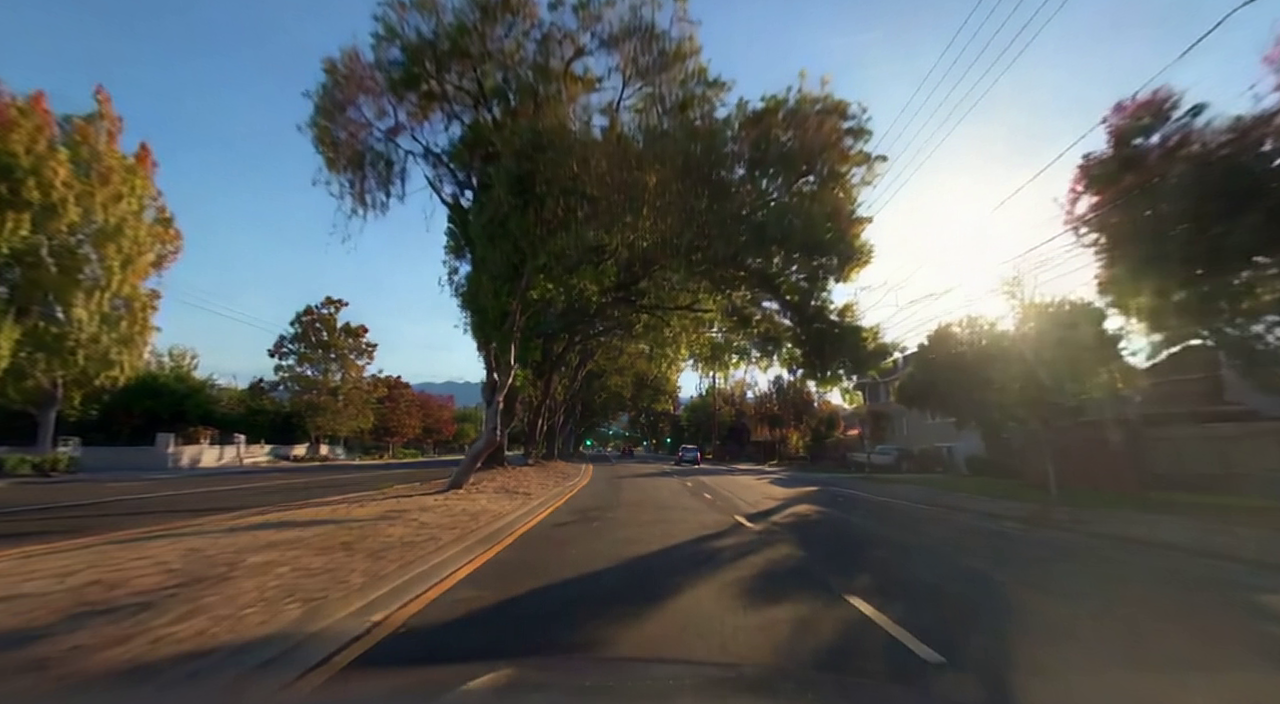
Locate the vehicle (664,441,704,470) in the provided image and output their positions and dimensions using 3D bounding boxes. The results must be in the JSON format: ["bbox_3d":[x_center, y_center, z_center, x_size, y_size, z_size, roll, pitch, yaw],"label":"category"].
[{"bbox_3d":[2.823,6.738,41.238,2.240,1.781,4.433,0,-8,-1],"label":"vehicle"}]
